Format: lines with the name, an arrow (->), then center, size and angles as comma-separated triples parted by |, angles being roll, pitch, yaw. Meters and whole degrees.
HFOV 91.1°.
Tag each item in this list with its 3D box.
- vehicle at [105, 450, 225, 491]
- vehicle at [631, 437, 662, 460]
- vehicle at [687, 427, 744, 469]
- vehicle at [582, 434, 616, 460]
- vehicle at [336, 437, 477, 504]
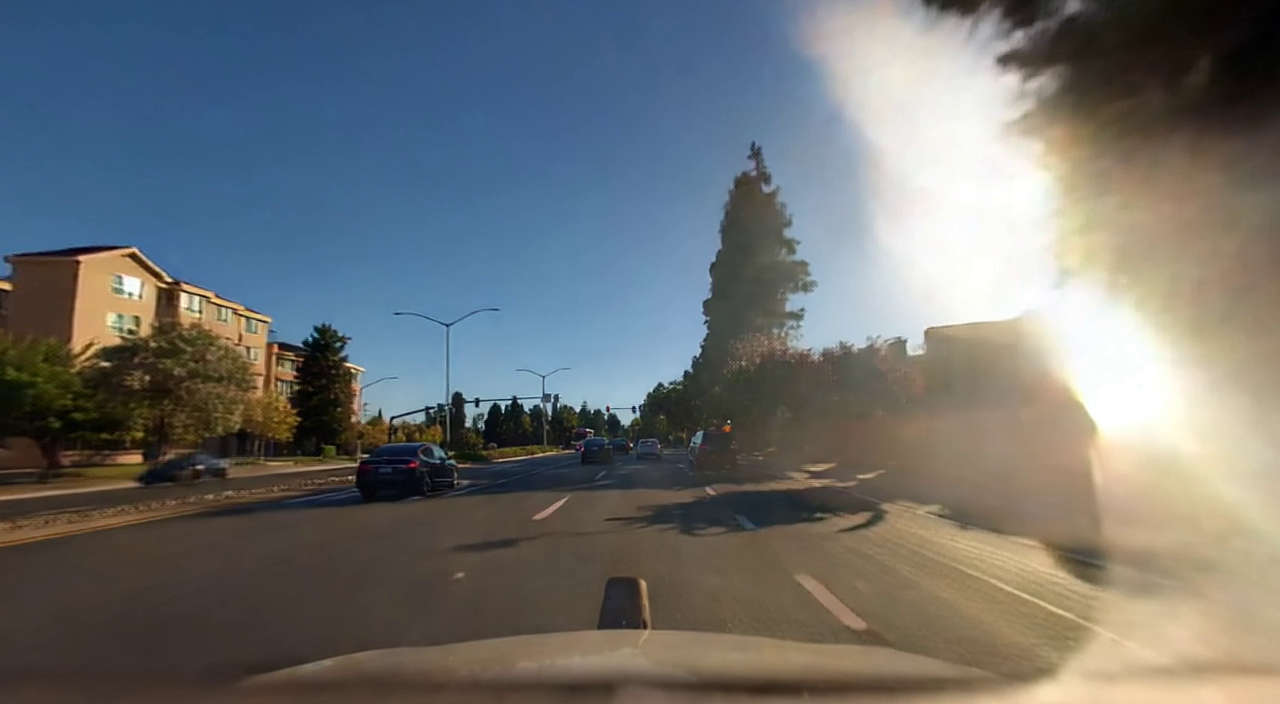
vehicle -> -19.282, 4.782, 25.741 | 1.717, 1.486, 4.238 | 0, -8, -3
vehicle -> 0.431, 6.484, 42.393 | 2.021, 1.461, 3.862 | 0, -8, 0
vehicle -> 3.509, 4.606, 30.155 | 2.141, 1.833, 4.704 | 0, -8, -1
vehicle -> -2.741, 6.479, 42.980 | 1.912, 1.703, 4.261 | 0, -8, 2
vehicle -> -5.743, 2.947, 16.161 | 1.926, 1.465, 4.620 | 0, -8, -1
